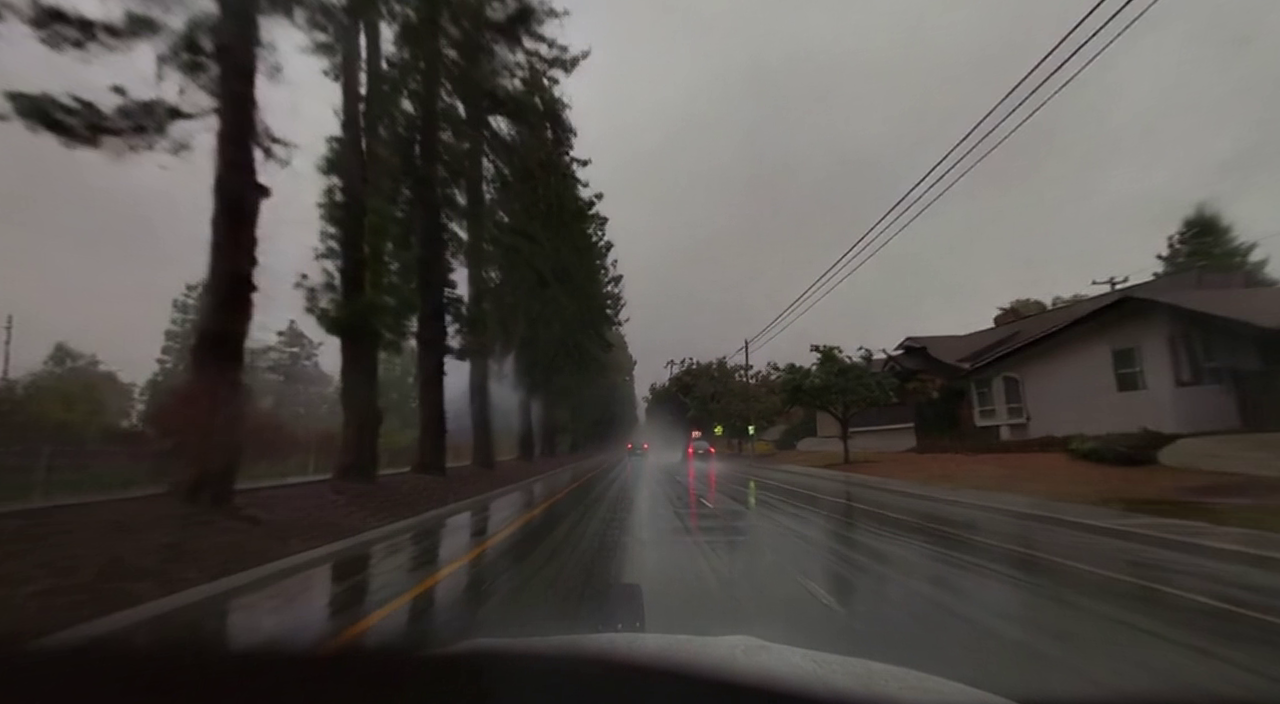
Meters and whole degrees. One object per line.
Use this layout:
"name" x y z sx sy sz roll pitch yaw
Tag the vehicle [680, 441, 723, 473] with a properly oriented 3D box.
"vehicle" 3.358 5.788 35.163 1.888 1.640 4.044 0 -8 -2
